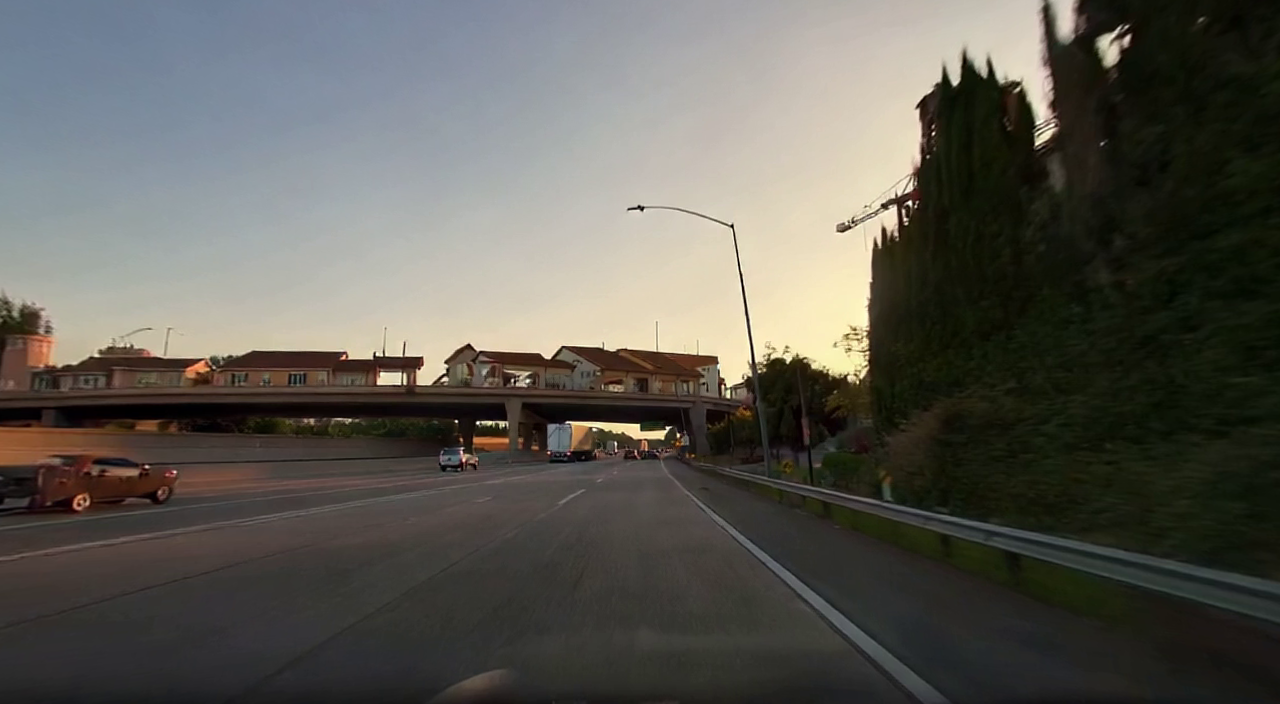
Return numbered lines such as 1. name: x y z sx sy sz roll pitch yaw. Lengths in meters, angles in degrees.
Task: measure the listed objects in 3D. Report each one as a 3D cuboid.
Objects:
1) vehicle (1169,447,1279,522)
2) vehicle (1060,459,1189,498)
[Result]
1. vehicle: 22.637 4.416 21.369 6.961 2.343 2.575 0 -9 1
2. vehicle: 22.936 5.998 30.055 4.487 1.718 1.883 0 -9 2
